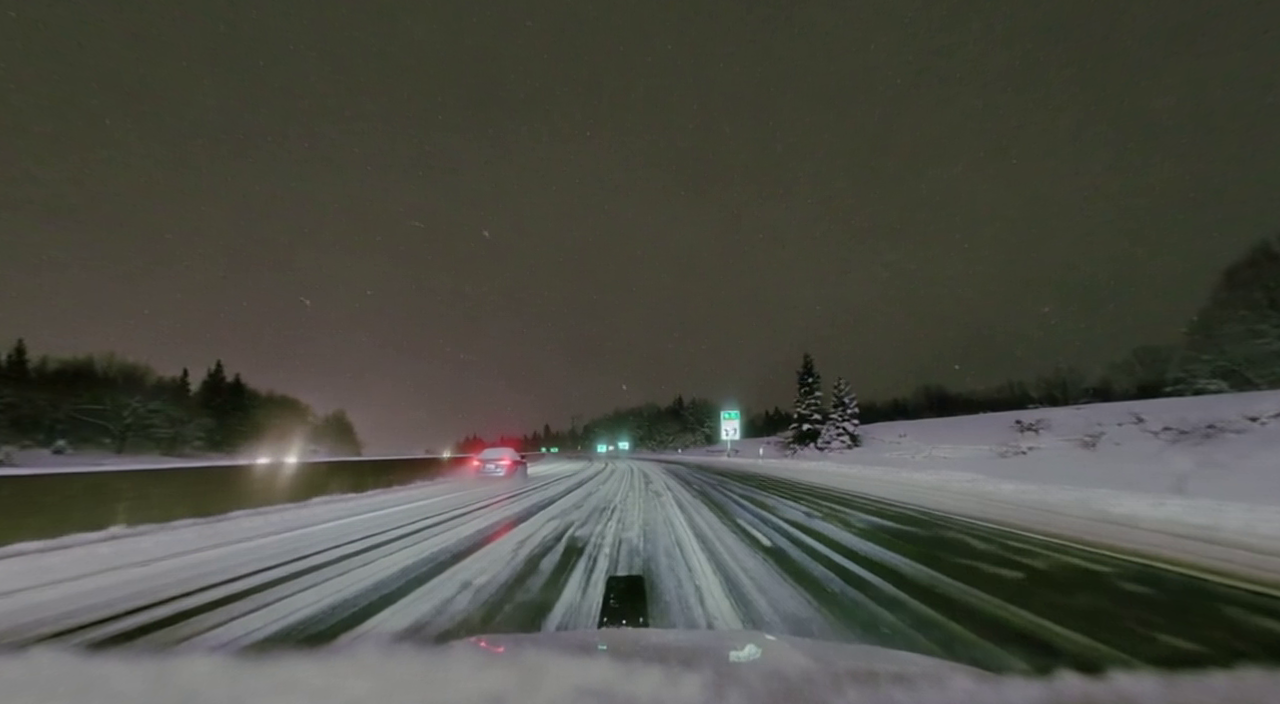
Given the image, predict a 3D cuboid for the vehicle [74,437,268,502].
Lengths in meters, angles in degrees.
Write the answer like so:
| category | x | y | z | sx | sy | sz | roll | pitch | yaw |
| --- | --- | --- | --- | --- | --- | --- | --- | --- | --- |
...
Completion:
| category | x | y | z | sx | sy | sz | roll | pitch | yaw |
| --- | --- | --- | --- | --- | --- | --- | --- | --- | --- |
| vehicle | -13.847 | 3.470 | 19.126 | 2.118 | 1.707 | 4.846 | 0 | -8 | 0 |
